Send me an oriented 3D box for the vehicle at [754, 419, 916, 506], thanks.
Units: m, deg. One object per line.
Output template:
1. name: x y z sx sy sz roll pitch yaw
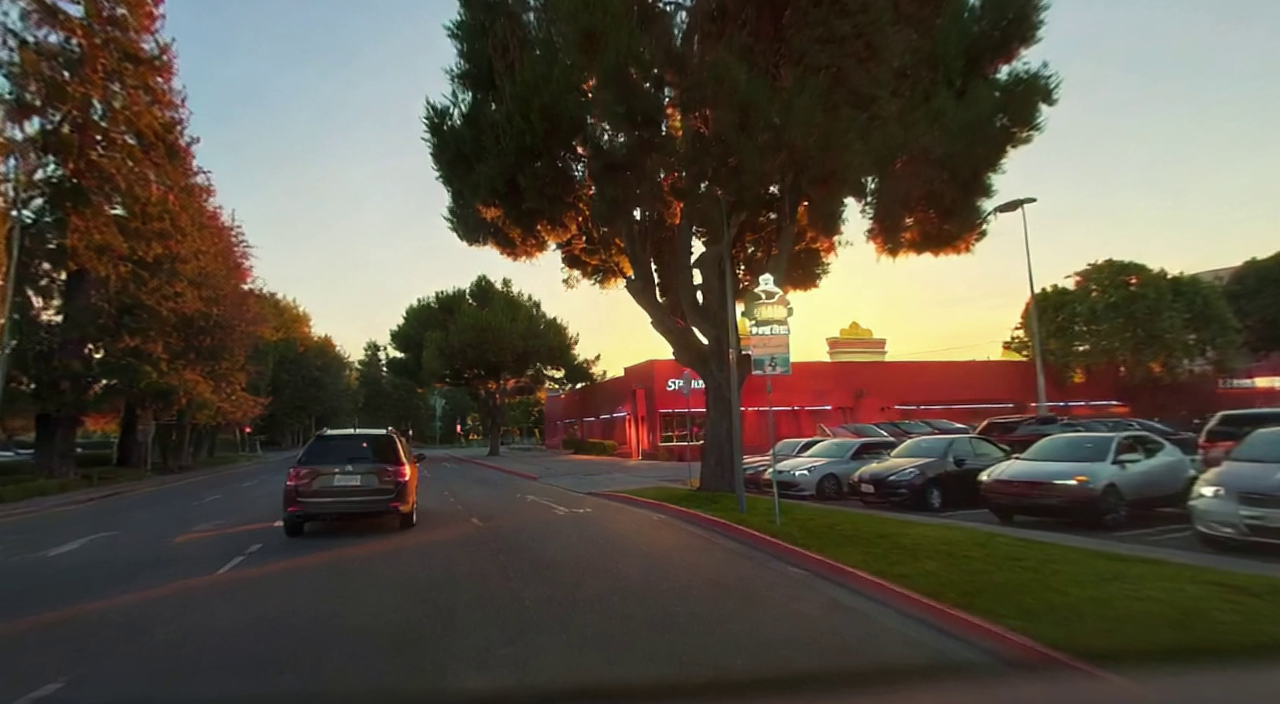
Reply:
1. vehicle: 4.376 2.348 13.849 1.935 1.441 3.556 -9 -8 42

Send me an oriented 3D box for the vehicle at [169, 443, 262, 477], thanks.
1. vehicle: -19.931 5.046 29.688 1.802 1.482 3.661 0 -8 0

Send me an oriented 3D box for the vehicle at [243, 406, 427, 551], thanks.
1. vehicle: -4.577 1.868 10.092 2.065 1.773 4.128 3 -8 -19

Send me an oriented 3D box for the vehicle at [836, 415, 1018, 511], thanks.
1. vehicle: 5.394 1.973 11.645 1.925 1.455 3.577 -7 -11 43

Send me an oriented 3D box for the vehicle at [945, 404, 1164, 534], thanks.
1. vehicle: 6.043 1.575 9.022 1.911 1.440 3.543 -7 -11 43

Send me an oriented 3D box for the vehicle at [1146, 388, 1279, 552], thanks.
1. vehicle: 7.139 1.239 7.021 1.941 1.446 4.093 -7 -10 42
